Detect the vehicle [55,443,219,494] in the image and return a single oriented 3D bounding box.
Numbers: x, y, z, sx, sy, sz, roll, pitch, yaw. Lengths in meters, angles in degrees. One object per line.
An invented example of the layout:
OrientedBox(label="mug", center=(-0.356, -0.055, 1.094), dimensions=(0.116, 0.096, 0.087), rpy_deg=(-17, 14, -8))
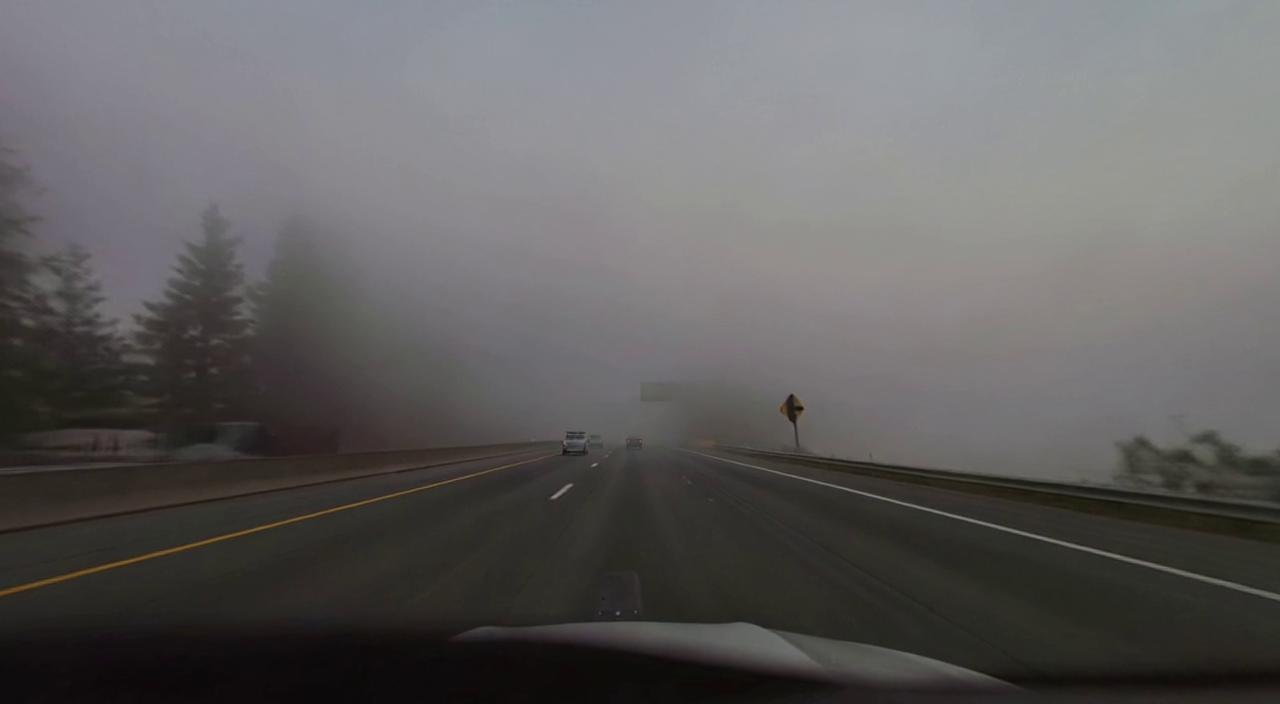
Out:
OrientedBox(label="vehicle", center=(-16.570, 3.823, 21.115), dimensions=(1.800, 1.475, 4.489), rpy_deg=(0, -8, -1))

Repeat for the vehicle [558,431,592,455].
OrientedBox(label="vehicle", center=(-4.578, 6.524, 45.124), dimensions=(2.003, 1.626, 4.256), rpy_deg=(0, -8, 0))

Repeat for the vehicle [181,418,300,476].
OrientedBox(label="vehicle", center=(-16.633, 3.969, 26.522), dimensions=(2.184, 2.216, 4.156), rpy_deg=(0, -8, 0))
